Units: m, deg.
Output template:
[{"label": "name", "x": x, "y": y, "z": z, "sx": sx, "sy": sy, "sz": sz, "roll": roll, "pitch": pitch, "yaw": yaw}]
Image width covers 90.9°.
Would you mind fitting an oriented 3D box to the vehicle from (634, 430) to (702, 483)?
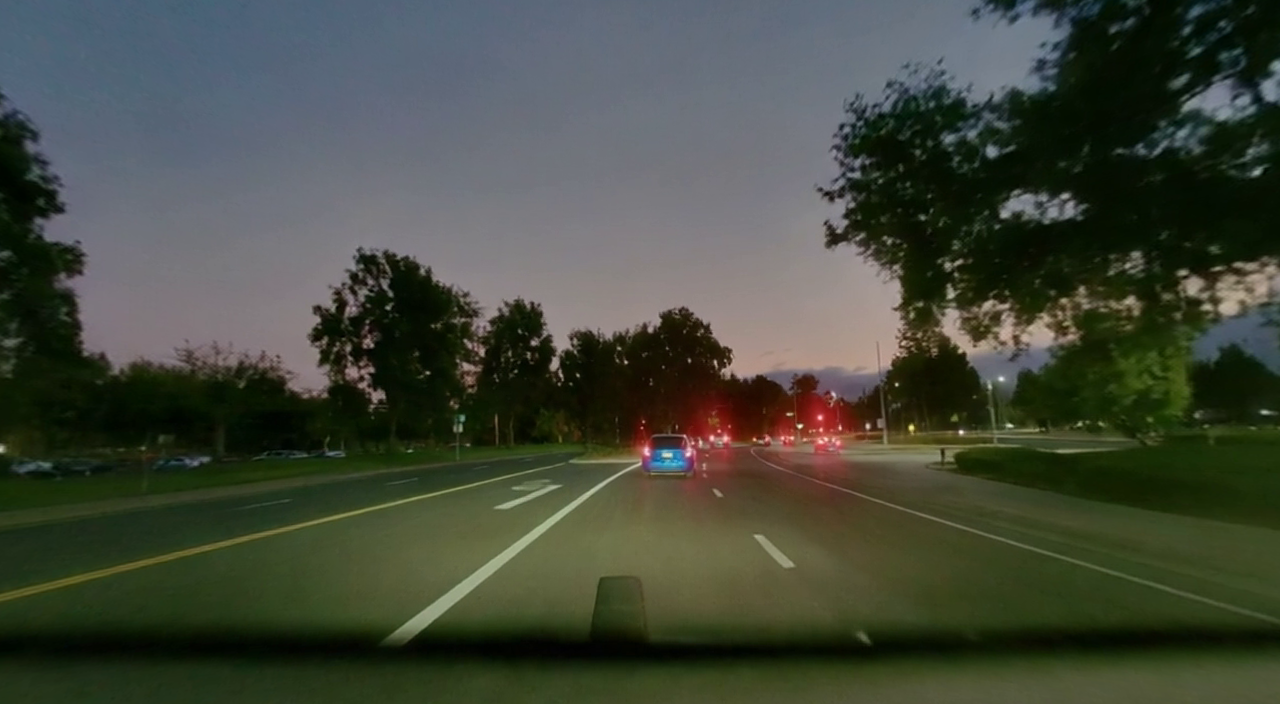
[{"label": "vehicle", "x": 0.963, "y": 3.360, "z": 20.580, "sx": 2.010, "sy": 1.535, "sz": 3.735, "roll": -1, "pitch": -8, "yaw": 4}]
